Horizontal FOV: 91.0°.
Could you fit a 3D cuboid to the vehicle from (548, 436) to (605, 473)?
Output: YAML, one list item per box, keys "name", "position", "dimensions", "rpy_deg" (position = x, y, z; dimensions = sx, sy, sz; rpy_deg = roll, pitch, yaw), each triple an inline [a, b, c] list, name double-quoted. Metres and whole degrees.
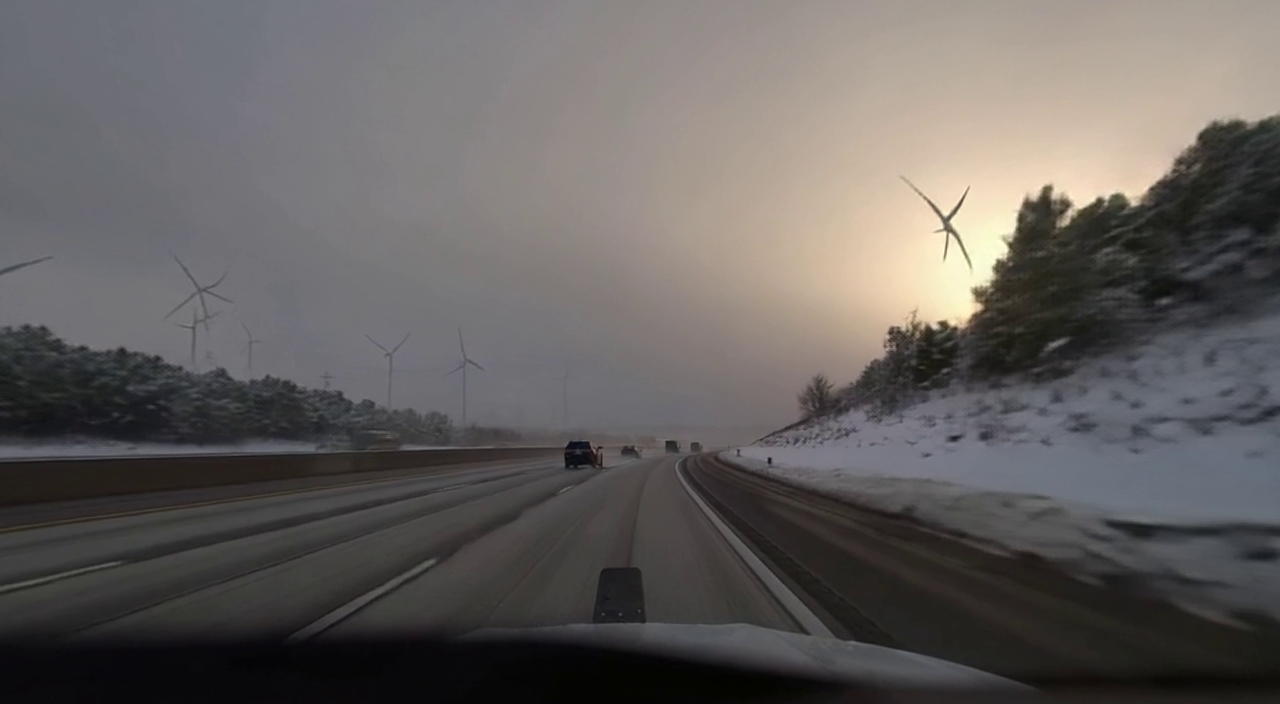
- name: "vehicle"
  position: [-3.022, 5.030, 31.114]
  dimensions: [2.118, 1.702, 4.355]
  rpy_deg: [0, -9, 3]

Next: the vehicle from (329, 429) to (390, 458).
- name: "vehicle"
  position: [-20.733, 6.808, 46.788]
  dimensions: [2.017, 2.074, 5.126]
  rpy_deg: [0, -9, 2]
